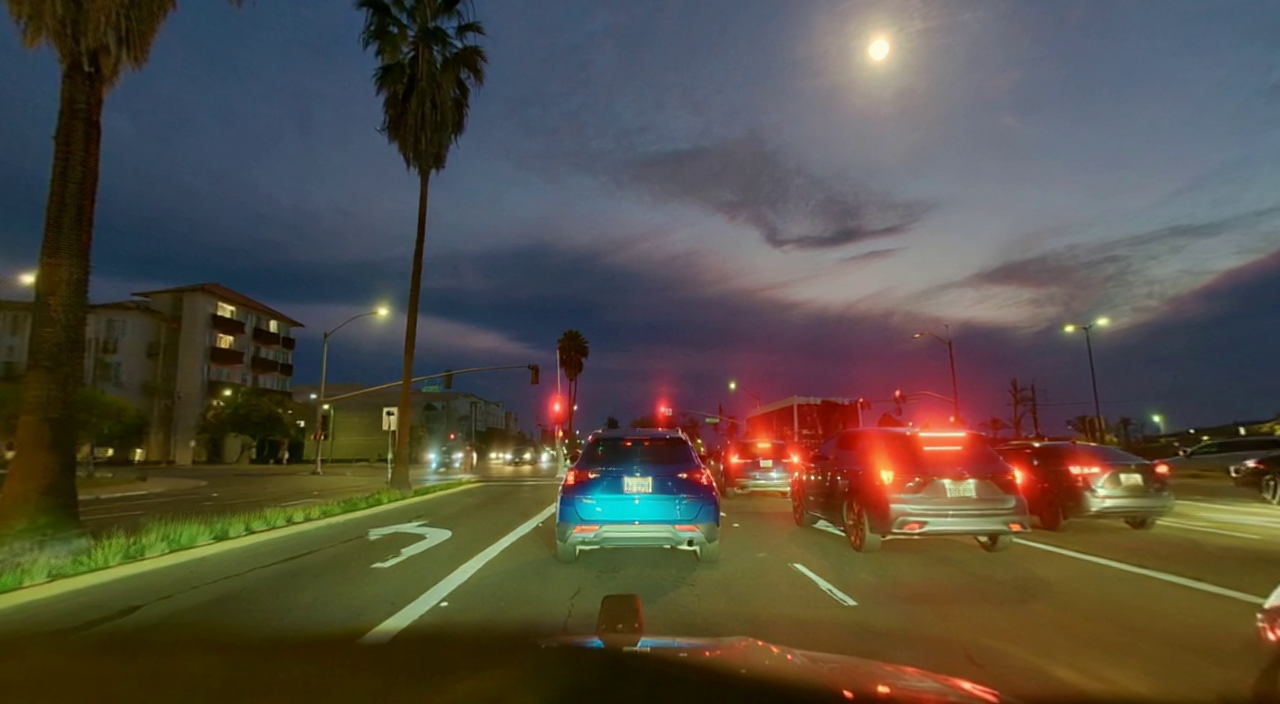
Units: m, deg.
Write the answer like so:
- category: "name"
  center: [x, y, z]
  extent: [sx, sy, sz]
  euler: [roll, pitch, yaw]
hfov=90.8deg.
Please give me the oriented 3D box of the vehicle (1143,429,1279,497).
- category: "vehicle"
  center: [18.048, 3.209, 18.470]
  extent: [4.786, 1.848, 2.107]
  euler: [0, -9, -1]

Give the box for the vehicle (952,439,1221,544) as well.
- category: "vehicle"
  center: [7.354, 2.292, 11.037]
  extent: [1.832, 1.477, 3.981]
  euler: [0, -9, 1]

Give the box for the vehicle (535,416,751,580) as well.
- category: "vehicle"
  center: [0.026, 1.719, 8.190]
  extent: [2.083, 1.572, 4.021]
  euler: [0, -9, 0]

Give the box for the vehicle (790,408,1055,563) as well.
- category: "vehicle"
  center: [3.671, 1.820, 9.242]
  extent: [1.947, 1.725, 4.159]
  euler: [0, -9, 0]

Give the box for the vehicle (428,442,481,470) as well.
- category: "vehicle"
  center: [-12.435, 7.016, 42.626]
  extent: [2.180, 1.776, 4.521]
  euler: [0, -9, 0]

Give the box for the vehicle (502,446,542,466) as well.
- category: "vehicle"
  center: [-9.170, 8.121, 49.394]
  extent: [2.168, 1.462, 4.505]
  euler: [0, -9, 1]
